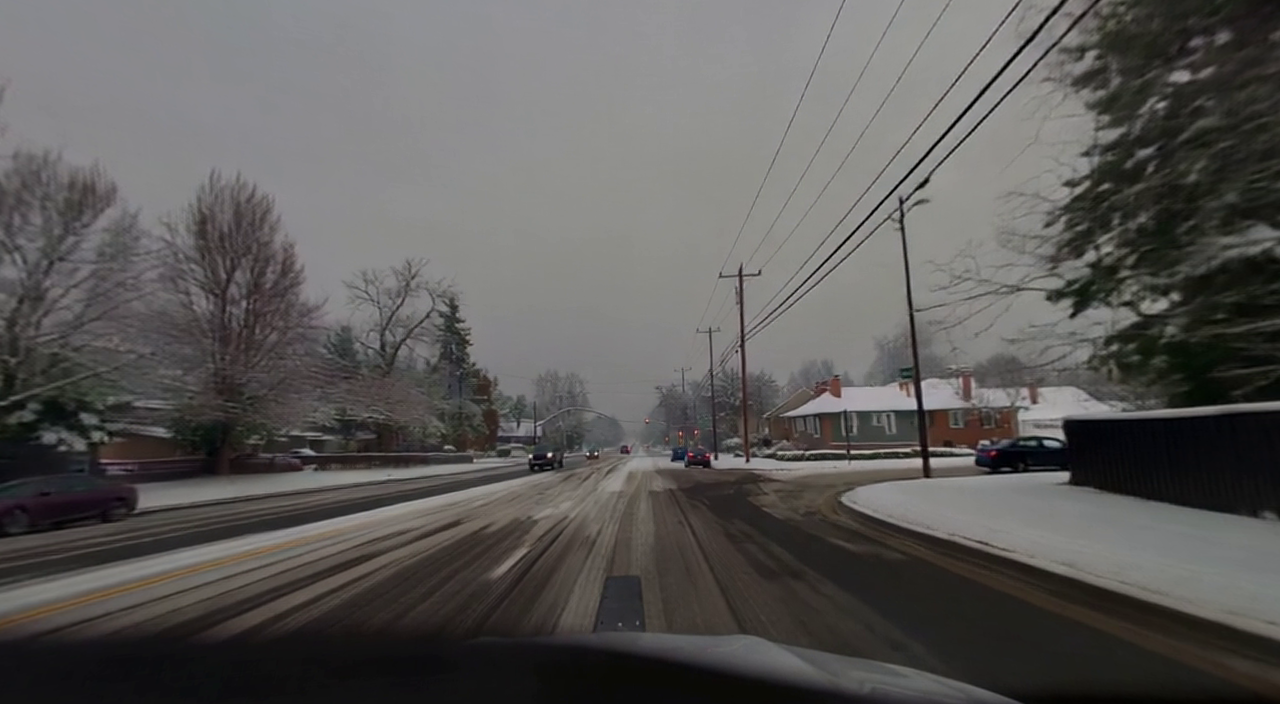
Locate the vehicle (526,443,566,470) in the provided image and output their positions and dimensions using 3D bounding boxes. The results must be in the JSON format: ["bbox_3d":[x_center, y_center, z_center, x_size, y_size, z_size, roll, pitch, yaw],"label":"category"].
[{"bbox_3d":[-6.751,7.517,45.788,2.092,1.810,4.882,0,-8,0],"label":"vehicle"}]

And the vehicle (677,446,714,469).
[{"bbox_3d":[3.790,7.331,44.005,2.031,1.500,4.590,0,-8,-1],"label":"vehicle"}]

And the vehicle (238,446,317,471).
[{"bbox_3d":[-28.540,8.369,49.887,4.750,1.845,2.382,0,-8,-1],"label":"vehicle"}]

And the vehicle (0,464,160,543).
[{"bbox_3d":[-13.821,3.438,14.664,1.863,1.481,4.363,-2,-9,1],"label":"vehicle"}]
